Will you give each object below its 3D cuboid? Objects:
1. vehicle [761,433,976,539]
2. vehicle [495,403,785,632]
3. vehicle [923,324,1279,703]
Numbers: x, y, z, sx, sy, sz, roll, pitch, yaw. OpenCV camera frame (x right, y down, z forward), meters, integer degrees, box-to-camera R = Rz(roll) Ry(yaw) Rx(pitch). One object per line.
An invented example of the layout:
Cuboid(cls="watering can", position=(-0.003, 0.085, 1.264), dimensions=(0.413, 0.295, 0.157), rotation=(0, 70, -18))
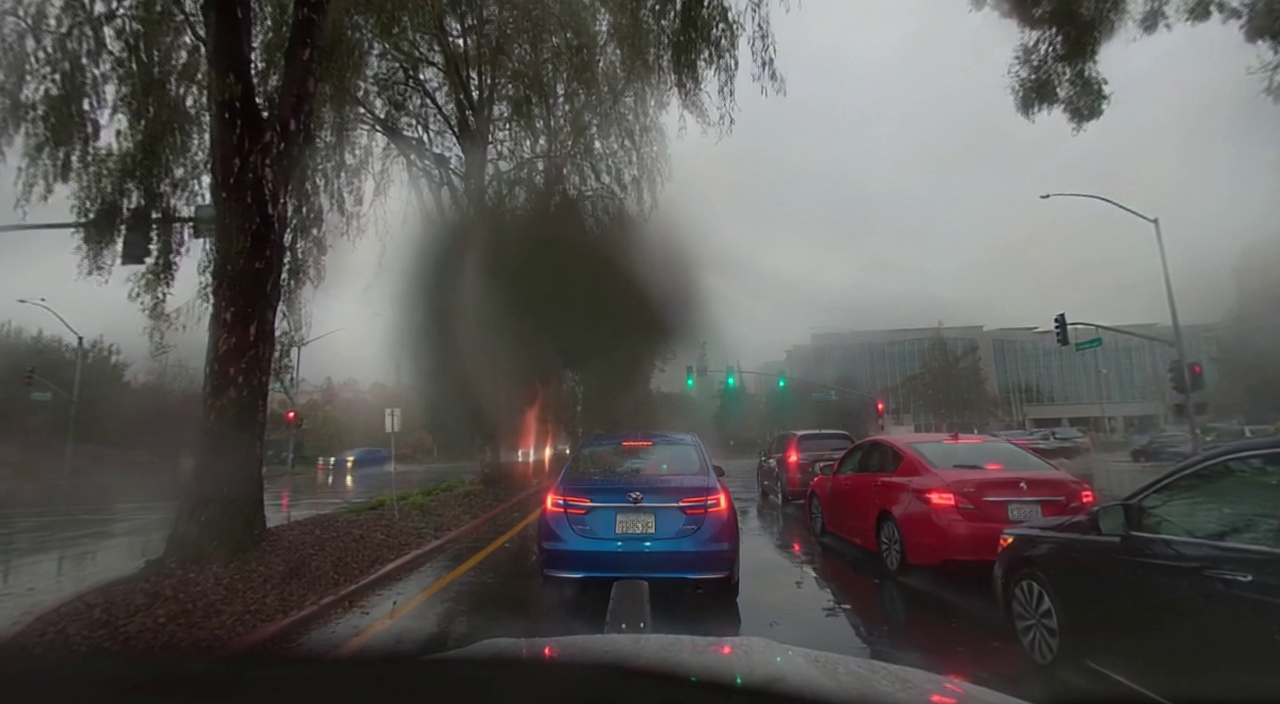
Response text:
Cuboid(cls="vehicle", position=(3.690, 2.258, 11.302), dimensions=(2.054, 1.482, 4.654), rotation=(0, -9, -1))
Cuboid(cls="vehicle", position=(-0.019, 1.476, 6.508), dimensions=(2.074, 1.631, 3.793), rotation=(0, -9, -1))
Cuboid(cls="vehicle", position=(3.721, 0.930, 3.434), dimensions=(2.162, 1.829, 4.519), rotation=(0, -9, -1))
